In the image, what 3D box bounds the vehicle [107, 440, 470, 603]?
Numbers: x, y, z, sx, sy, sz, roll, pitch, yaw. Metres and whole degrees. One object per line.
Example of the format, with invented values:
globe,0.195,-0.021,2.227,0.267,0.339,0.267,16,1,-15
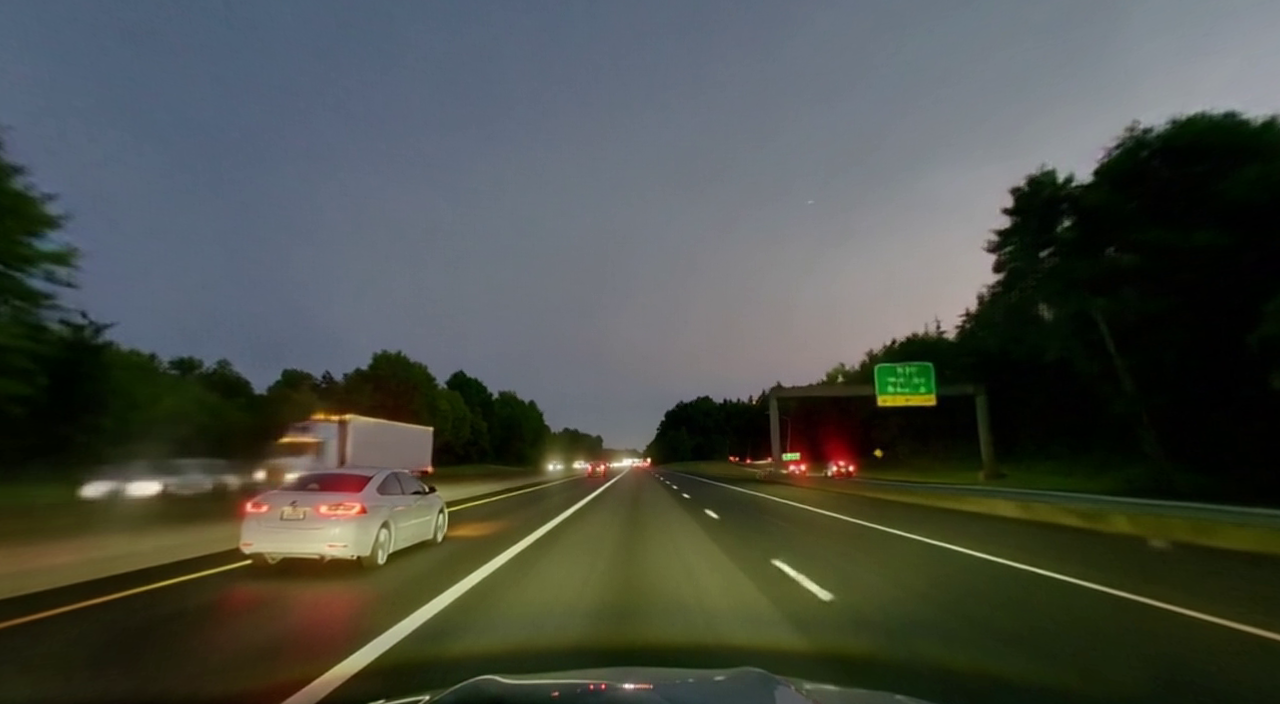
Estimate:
vehicle,-3.806,1.957,8.020,1.998,1.427,4.462,1,-11,0
